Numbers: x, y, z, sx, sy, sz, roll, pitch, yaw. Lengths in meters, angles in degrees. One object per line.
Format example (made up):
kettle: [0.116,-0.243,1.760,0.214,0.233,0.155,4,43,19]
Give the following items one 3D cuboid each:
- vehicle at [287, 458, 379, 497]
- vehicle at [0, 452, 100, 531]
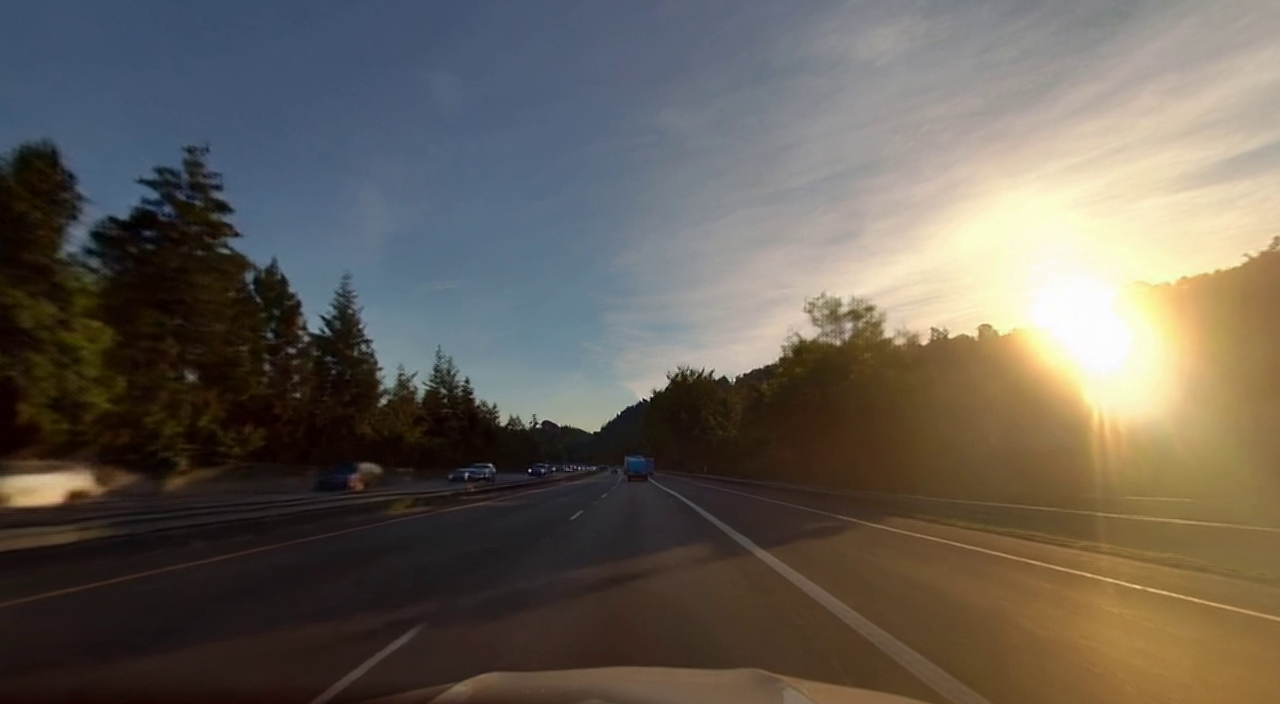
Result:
vehicle: [-13.121,5.408,27.221,1.869,1.492,4.057,1,-11,0]
vehicle: [-12.988,2.628,11.968,1.856,1.473,4.003,1,-11,0]
